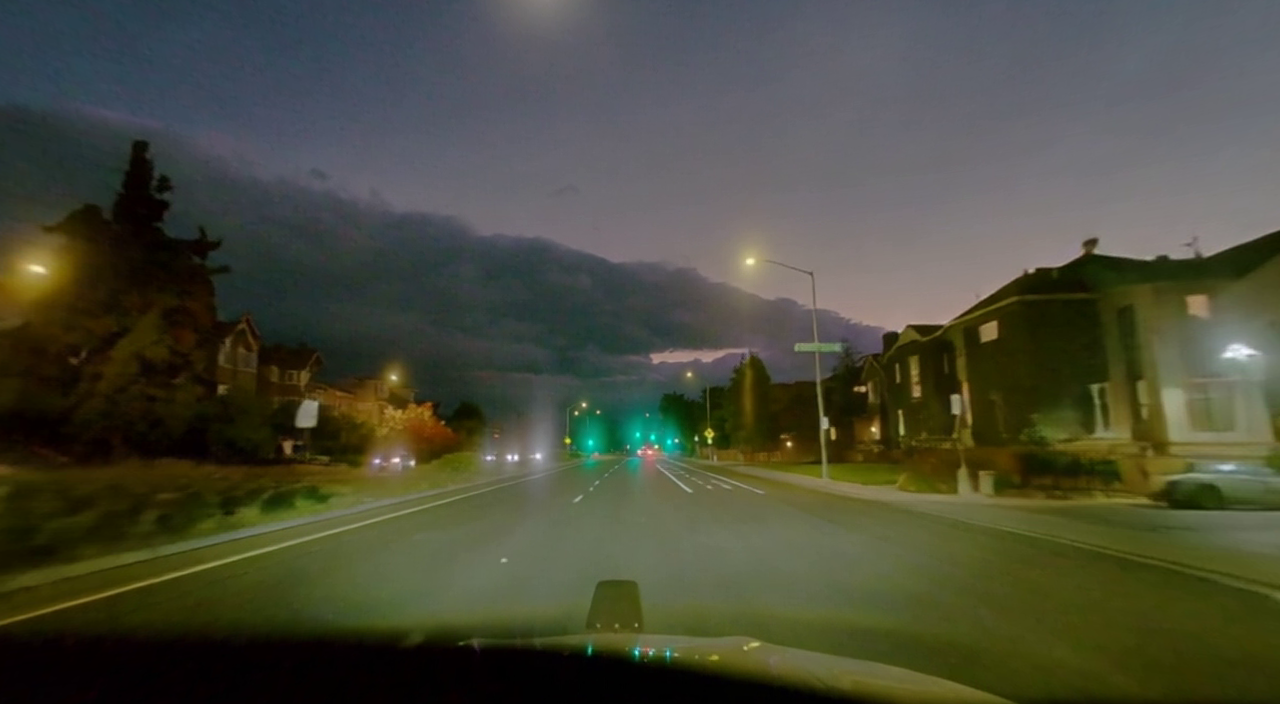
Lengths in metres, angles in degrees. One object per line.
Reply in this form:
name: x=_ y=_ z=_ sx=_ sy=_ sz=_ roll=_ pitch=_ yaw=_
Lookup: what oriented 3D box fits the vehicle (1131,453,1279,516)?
vehicle: x=16.021 y=3.369 z=16.337 sx=4.913 sy=1.470 sz=2.045 roll=0 pitch=-9 yaw=0
